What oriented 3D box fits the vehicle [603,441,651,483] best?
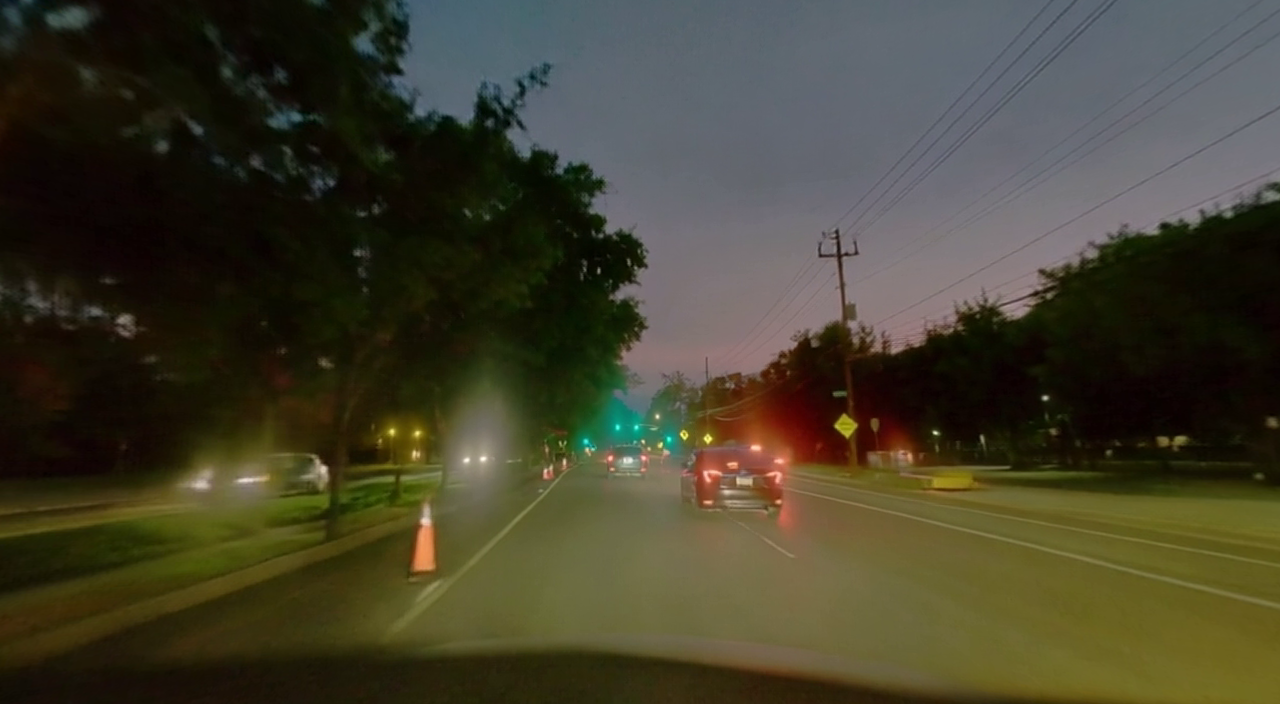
[{"bbox_3d":[-0.555,4.925,28.660,2.050,1.745,3.915,-1,-8,0],"label":"vehicle"}]

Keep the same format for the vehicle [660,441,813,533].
[{"bbox_3d":[1.671,2.564,12.760,1.977,1.460,4.565,0,-8,-5],"label":"vehicle"}]

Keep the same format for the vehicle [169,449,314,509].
[{"bbox_3d":[-12.485,3.950,20.186,1.871,1.639,4.289,0,-8,-1],"label":"vehicle"}]
